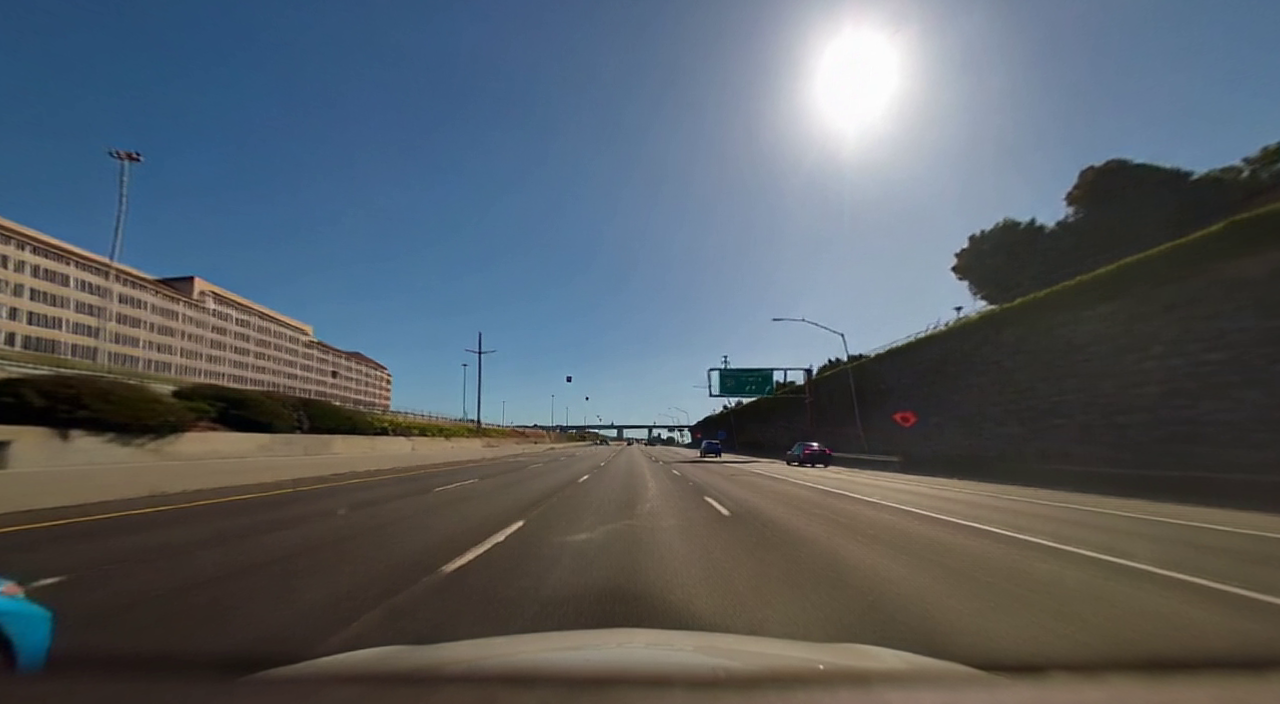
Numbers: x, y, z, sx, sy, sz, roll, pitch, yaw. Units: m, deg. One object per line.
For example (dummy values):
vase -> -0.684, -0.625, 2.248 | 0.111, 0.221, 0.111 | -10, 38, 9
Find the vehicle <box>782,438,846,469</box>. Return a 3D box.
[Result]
vehicle -> 10.162, 5.968, 37.389 | 2.165, 1.636, 5.175 | 1, -8, -2
